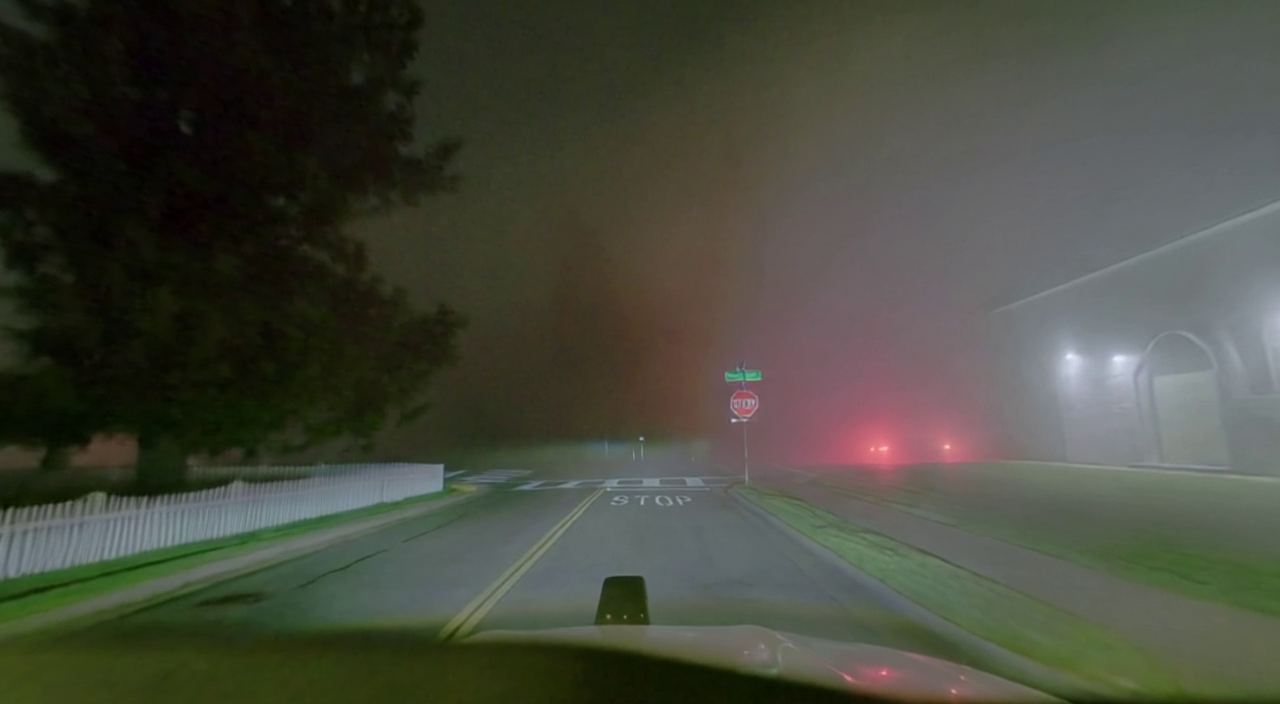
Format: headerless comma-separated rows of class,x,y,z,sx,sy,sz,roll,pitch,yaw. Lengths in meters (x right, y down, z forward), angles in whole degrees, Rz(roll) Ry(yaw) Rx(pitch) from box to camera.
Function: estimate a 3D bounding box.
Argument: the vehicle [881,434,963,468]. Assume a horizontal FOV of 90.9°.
vehicle,18.994,6.673,42.597,2.395,2.164,4.475,5,-9,-26
